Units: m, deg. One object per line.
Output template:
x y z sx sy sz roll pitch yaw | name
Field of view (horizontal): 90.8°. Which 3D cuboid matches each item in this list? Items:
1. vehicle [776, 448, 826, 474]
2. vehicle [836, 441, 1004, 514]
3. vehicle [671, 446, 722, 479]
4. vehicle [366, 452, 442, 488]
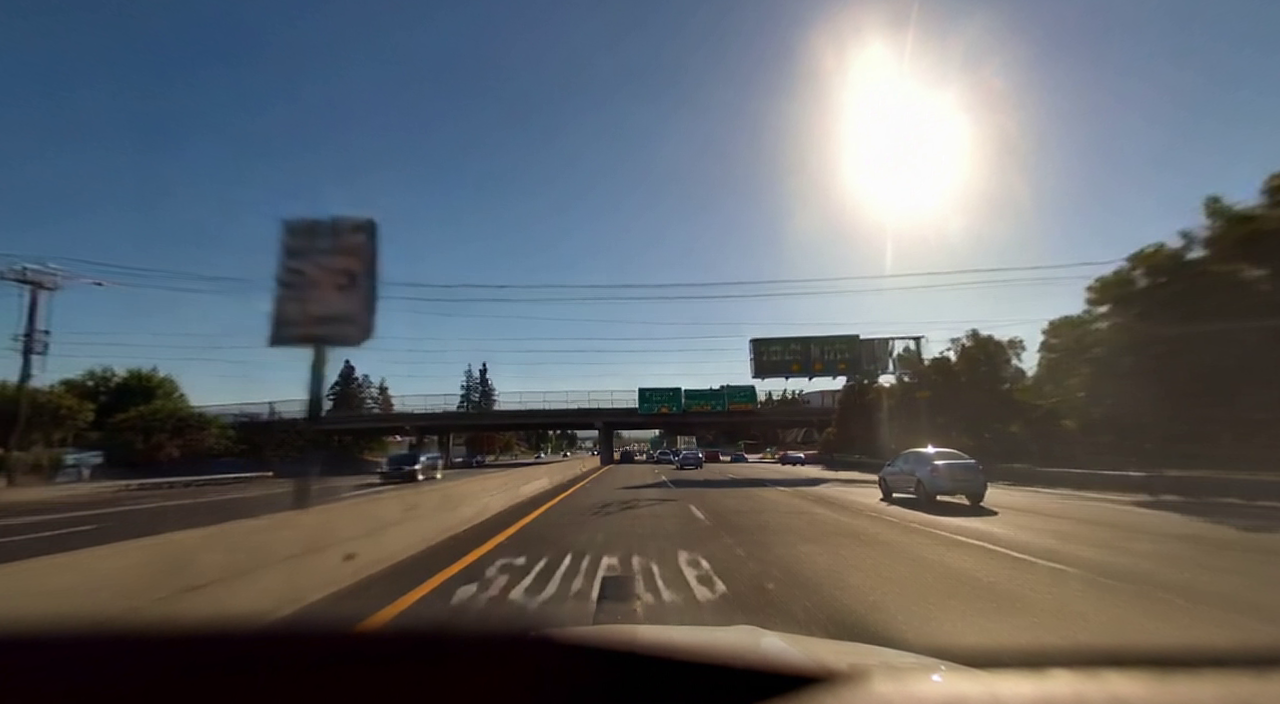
9.752 6.614 38.578 1.838 1.440 4.121 0 -9 -2 | vehicle
6.560 2.974 15.485 1.952 1.489 4.483 0 -9 -2 | vehicle
2.795 5.594 32.192 1.993 1.507 4.594 0 -9 -2 | vehicle
-10.506 5.278 28.490 1.836 1.464 4.041 0 -9 1 | vehicle
